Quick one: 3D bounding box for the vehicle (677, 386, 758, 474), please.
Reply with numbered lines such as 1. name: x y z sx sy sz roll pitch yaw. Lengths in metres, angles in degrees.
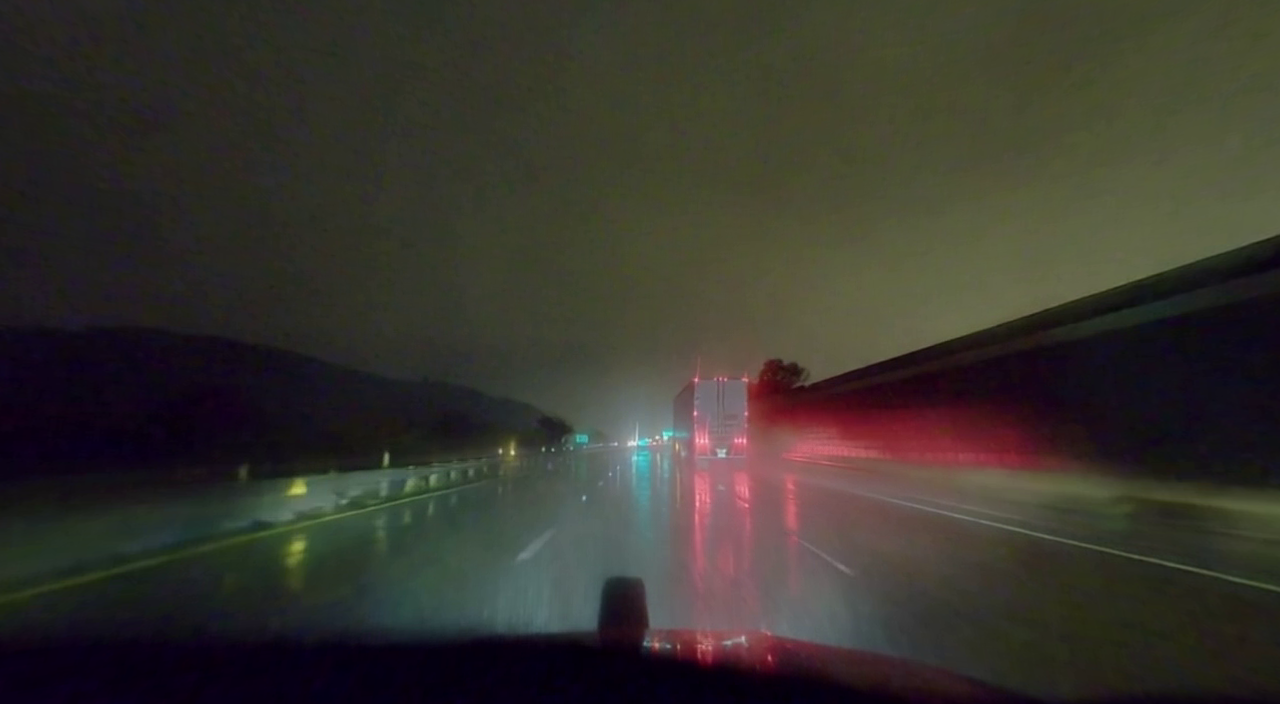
1. vehicle: 4.063 4.733 36.783 2.933 4.100 14.317 0 -9 0
